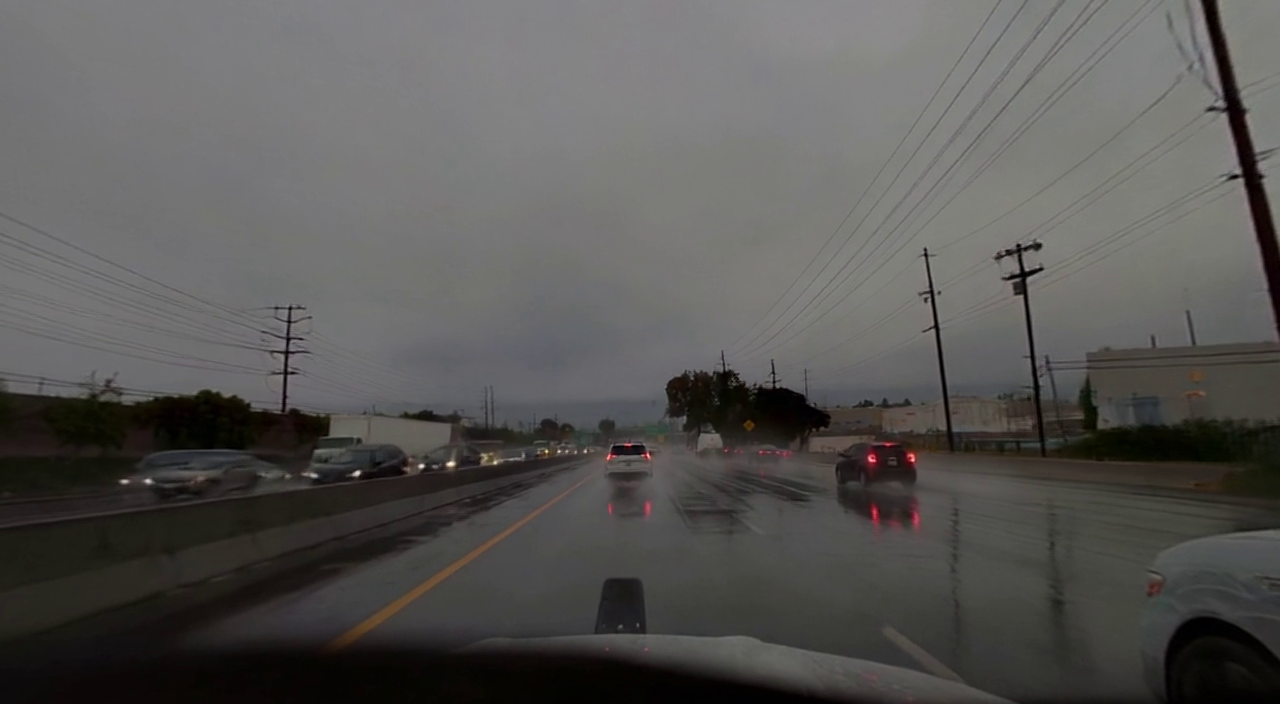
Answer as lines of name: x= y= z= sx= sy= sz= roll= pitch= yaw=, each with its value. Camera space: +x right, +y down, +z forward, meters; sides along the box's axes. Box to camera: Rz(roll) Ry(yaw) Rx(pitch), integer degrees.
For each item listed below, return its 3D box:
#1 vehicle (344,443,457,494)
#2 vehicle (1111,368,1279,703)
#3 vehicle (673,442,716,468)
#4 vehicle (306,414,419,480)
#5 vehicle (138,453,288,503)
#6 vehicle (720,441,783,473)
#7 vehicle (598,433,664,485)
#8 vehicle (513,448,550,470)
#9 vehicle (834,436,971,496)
vehicle: x=-8.273 y=4.041 z=22.385 sx=2.069 sy=1.613 sz=4.660 roll=0 pitch=-8 yaw=2
vehicle: x=3.325 y=0.668 z=1.157 sx=1.967 sy=1.547 sz=3.777 roll=0 pitch=-8 yaw=0
vehicle: x=3.276 y=6.300 z=38.738 sx=2.115 sy=1.481 sz=3.968 roll=0 pitch=-8 yaw=-2
vehicle: x=-18.286 y=6.381 z=42.657 sx=3.068 sy=3.921 sz=9.552 roll=0 pitch=-8 yaw=1
vehicle: x=-14.813 y=4.356 z=22.315 sx=1.924 sy=1.472 sz=4.767 roll=0 pitch=-8 yaw=1
vehicle: x=5.536 y=5.275 z=31.980 sx=1.934 sy=1.461 sz=4.368 roll=1 pitch=-8 yaw=-7
vehicle: x=-0.346 y=4.056 z=24.246 sx=2.298 sy=1.809 sz=4.359 roll=0 pitch=-8 yaw=-1
vehicle: x=-7.984 y=7.887 z=46.703 sx=1.931 sy=1.541 sz=4.018 roll=0 pitch=-8 yaw=1
vehicle: x=7.188 y=3.149 z=17.847 sx=1.958 sy=1.473 sz=4.201 roll=0 pitch=-8 yaw=-1
